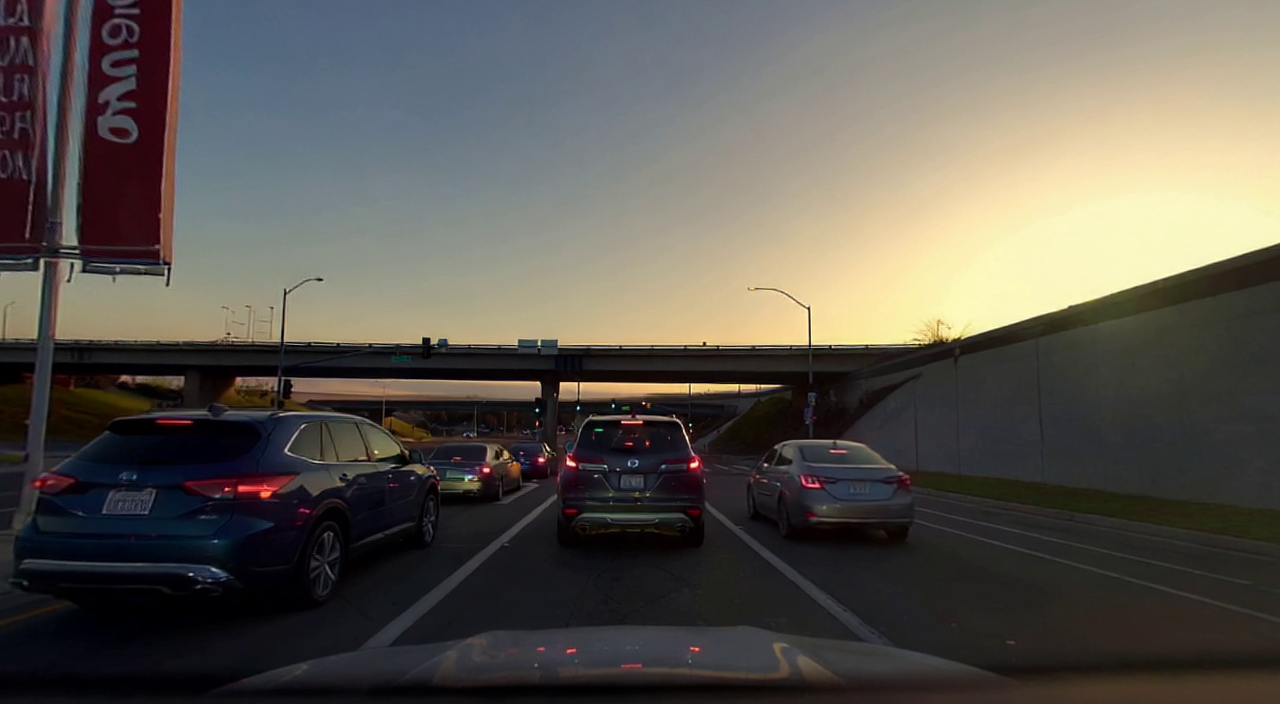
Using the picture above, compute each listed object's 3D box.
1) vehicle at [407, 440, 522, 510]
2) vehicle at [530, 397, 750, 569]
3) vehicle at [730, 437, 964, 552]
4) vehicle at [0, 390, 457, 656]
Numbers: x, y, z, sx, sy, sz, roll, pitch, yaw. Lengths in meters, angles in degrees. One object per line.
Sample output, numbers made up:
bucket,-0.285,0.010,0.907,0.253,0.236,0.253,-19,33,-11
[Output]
vehicle,-4.157,2.943,15.441,1.797,1.505,3.506,0,-9,0
vehicle,-0.083,1.770,9.215,2.409,1.864,4.471,0,-9,-2
vehicle,3.063,2.232,10.716,2.228,1.472,4.939,0,-9,-1
vehicle,-3.500,1.425,6.275,2.039,1.709,4.265,0,-9,0
